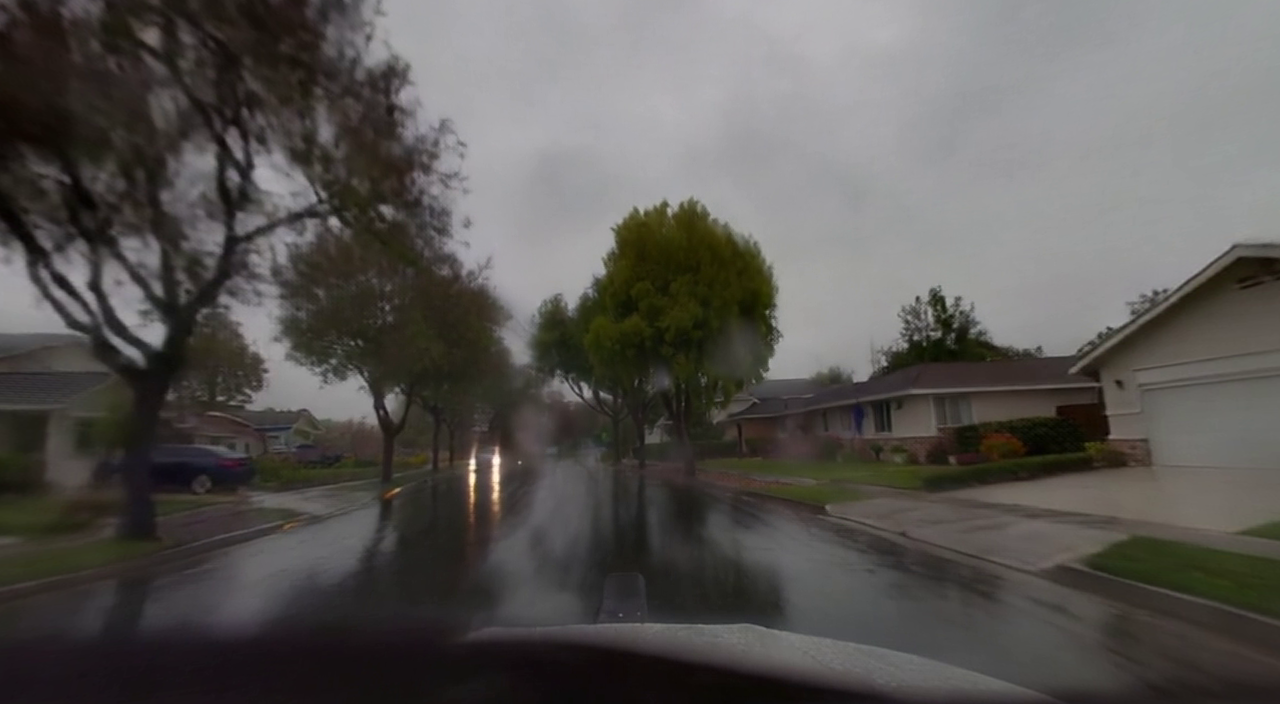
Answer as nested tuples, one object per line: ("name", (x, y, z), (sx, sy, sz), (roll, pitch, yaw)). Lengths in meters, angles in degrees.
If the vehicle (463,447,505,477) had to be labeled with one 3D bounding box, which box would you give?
("vehicle", (-9.729, 6.867, 39.735), (2.217, 1.751, 4.763), (1, -9, -10))
